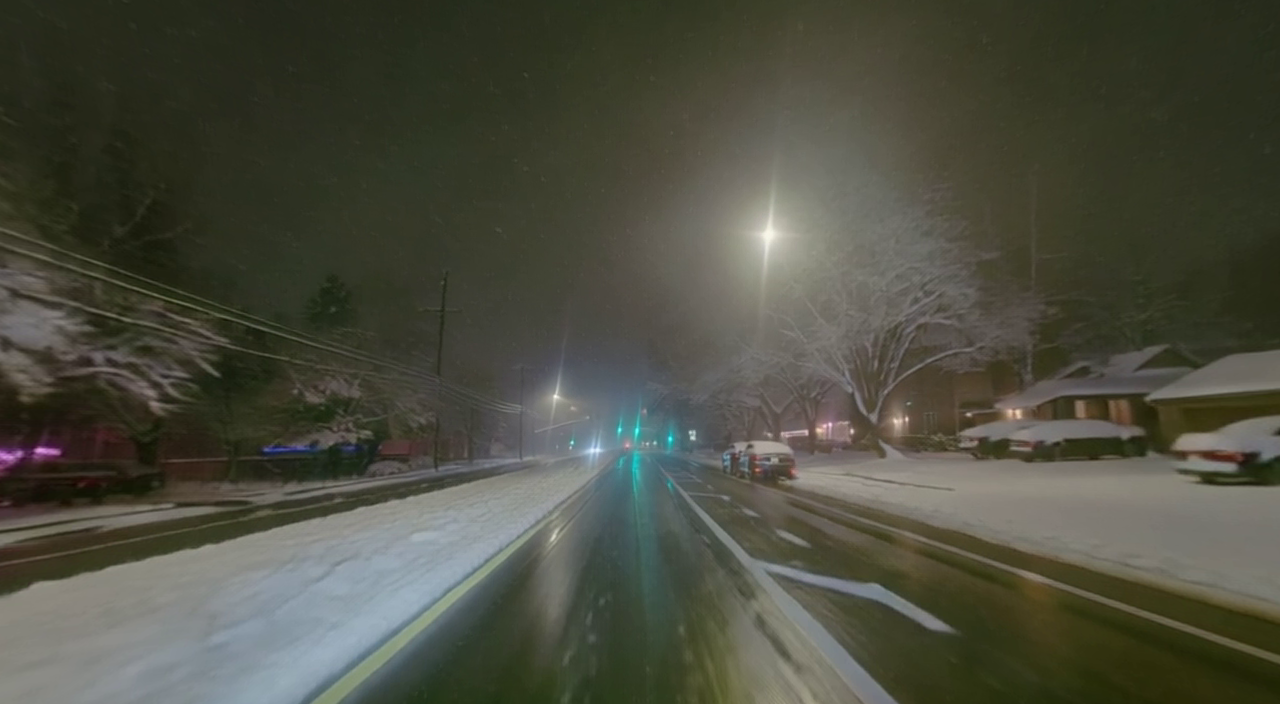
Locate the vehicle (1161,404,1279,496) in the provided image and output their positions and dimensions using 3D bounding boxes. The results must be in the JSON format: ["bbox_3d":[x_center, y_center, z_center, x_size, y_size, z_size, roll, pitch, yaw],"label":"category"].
[{"bbox_3d":[13.363,1.870,12.259,4.710,1.612,1.999,0,-8,-2],"label":"vehicle"}]

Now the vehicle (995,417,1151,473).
[{"bbox_3d":[14.599,3.098,21.351,4.268,1.508,1.861,-2,-6,-14],"label":"vehicle"}]

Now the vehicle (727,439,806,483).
[{"bbox_3d":[4.902,4.291,25.134,1.995,1.553,4.628,0,-9,-2],"label":"vehicle"}]

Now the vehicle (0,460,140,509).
[{"bbox_3d":[-23.196,5.261,25.307,4.466,1.773,2.063,0,-8,-1],"label":"vehicle"}]
